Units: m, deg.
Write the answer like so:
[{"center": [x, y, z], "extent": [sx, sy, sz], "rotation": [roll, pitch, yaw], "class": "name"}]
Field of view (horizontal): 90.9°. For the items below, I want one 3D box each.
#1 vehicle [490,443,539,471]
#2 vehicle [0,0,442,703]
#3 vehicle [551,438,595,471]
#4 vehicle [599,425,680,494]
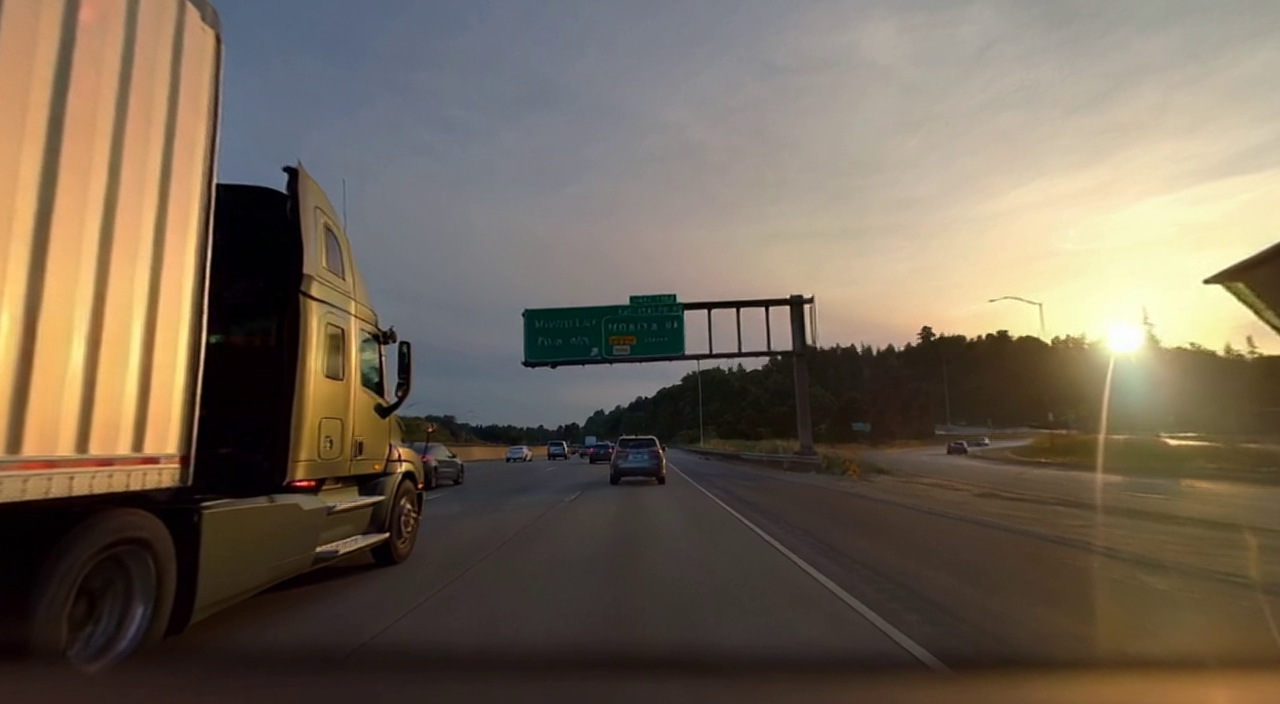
[{"center": [-7.185, 6.053, 36.562], "extent": [1.869, 1.466, 4.217], "rotation": [0, -9, 1], "class": "vehicle"}, {"center": [-3.810, -0.418, 2.589], "extent": [2.990, 3.885, 8.540], "rotation": [0, -9, 1], "class": "vehicle"}, {"center": [-3.591, 5.567, 34.484], "extent": [1.952, 1.649, 4.131], "rotation": [0, -9, 1], "class": "vehicle"}, {"center": [0.005, 3.138, 18.664], "extent": [2.152, 1.779, 3.924], "rotation": [0, -9, 1], "class": "vehicle"}]
